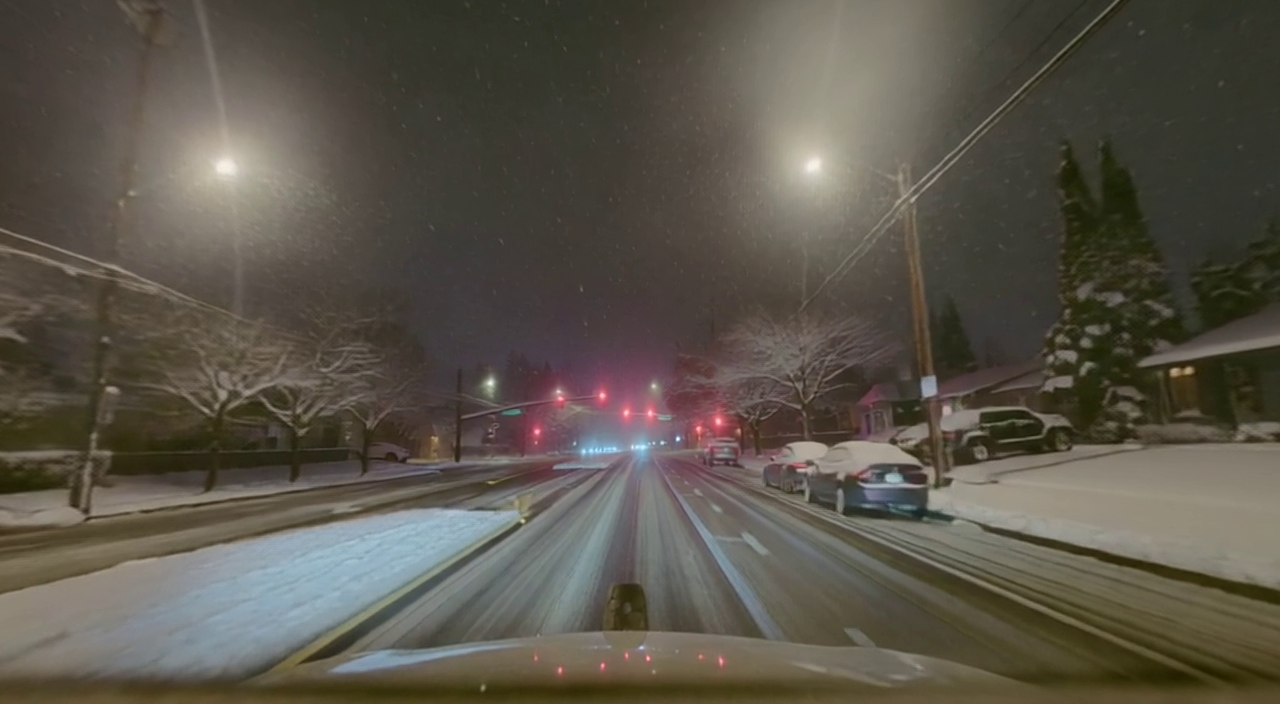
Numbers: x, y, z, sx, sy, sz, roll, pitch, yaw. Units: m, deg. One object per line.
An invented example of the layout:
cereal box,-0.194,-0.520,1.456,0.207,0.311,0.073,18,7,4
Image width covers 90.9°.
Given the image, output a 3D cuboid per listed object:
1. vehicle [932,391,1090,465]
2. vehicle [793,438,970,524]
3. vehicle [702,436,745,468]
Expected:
vehicle,13.466,2.815,23.079,4.284,1.725,1.981,-12,-9,-1
vehicle,4.671,2.543,13.055,1.881,1.435,4.525,0,-9,0
vehicle,5.097,6.191,39.052,2.170,1.869,4.594,0,-9,2
